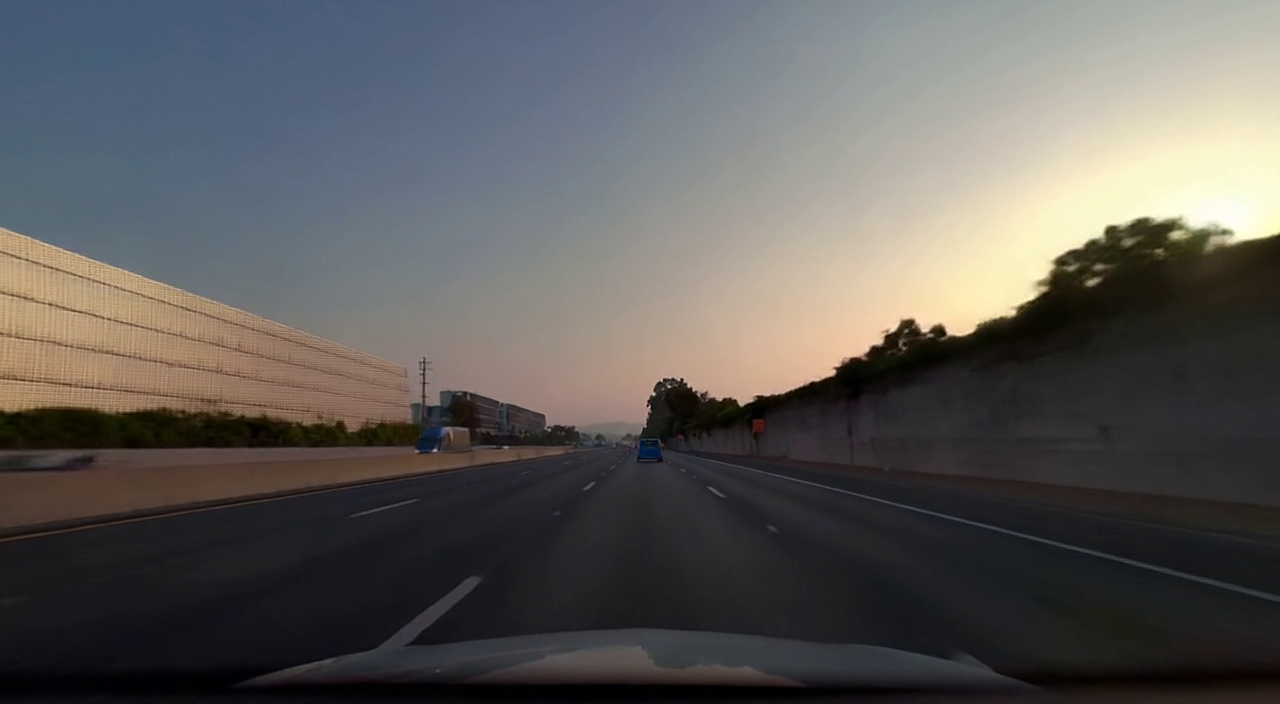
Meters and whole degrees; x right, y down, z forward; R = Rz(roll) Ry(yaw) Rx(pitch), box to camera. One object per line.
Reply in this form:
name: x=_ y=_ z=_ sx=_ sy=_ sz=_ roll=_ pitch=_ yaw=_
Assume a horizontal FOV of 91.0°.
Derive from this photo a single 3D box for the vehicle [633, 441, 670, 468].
vehicle: x=0.655 y=5.845 z=36.053 sx=1.997 sy=1.484 sz=3.409 roll=0 pitch=-8 yaw=0
